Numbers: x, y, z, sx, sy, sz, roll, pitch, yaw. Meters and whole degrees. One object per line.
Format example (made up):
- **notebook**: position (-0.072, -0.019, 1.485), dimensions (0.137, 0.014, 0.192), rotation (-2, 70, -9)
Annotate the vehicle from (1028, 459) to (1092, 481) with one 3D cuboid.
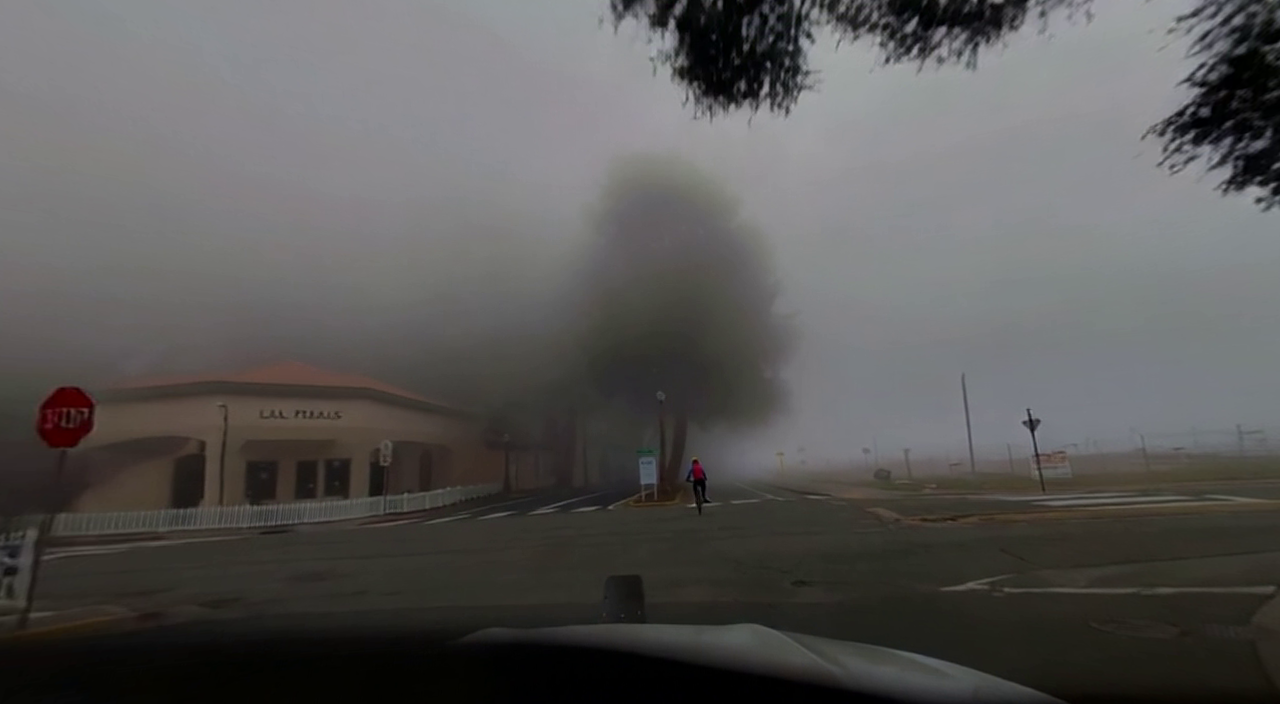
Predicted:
- **vehicle**: position (32.364, 9.093, 48.710), dimensions (3.794, 1.403, 1.636), rotation (-2, -10, -5)
